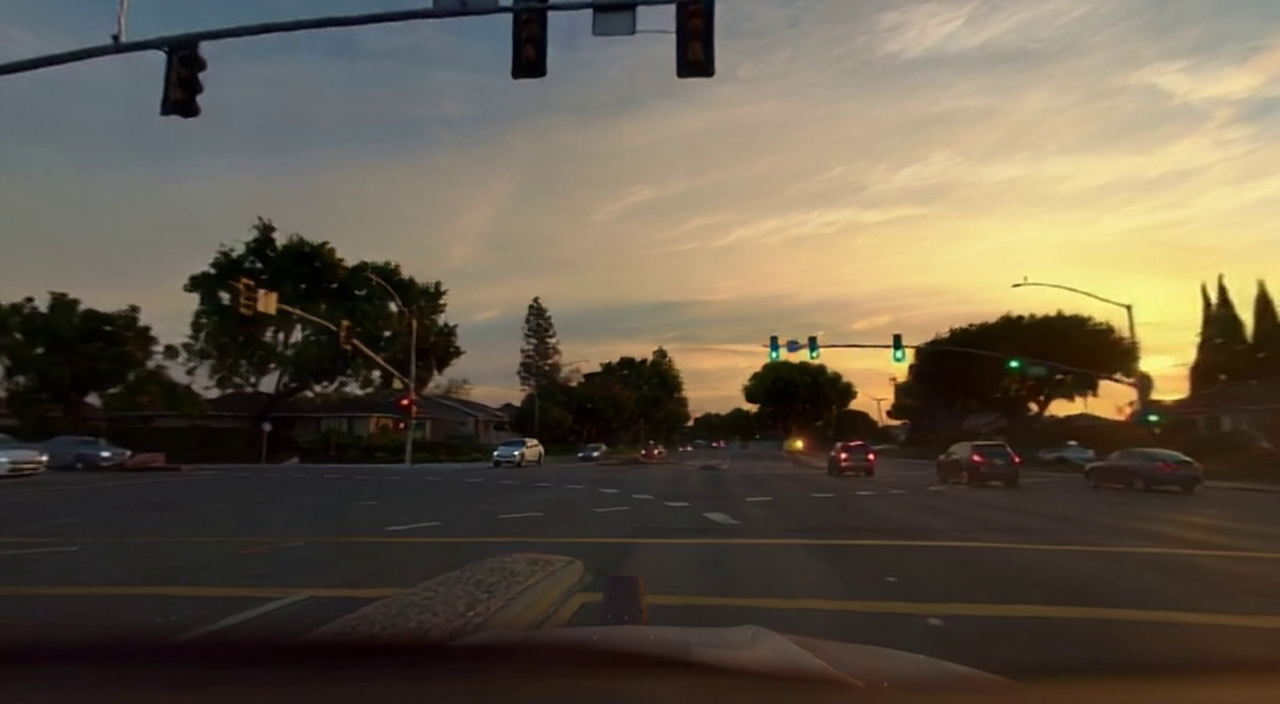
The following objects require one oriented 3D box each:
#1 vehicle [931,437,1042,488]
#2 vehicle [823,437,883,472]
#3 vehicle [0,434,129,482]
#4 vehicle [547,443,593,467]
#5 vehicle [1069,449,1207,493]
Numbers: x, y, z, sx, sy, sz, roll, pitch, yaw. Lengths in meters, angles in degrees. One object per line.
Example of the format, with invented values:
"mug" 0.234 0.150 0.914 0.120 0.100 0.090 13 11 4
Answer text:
"vehicle" 13.397 4.289 24.785 2.120 1.767 4.856 -2 -9 8
"vehicle" 11.854 5.744 35.444 2.239 1.812 4.812 -1 -9 7
"vehicle" -23.937 4.255 25.439 4.911 1.801 2.129 -1 -9 7
"vehicle" -4.685 7.015 42.889 2.039 1.519 4.356 -2 -9 8
"vehicle" 20.632 4.914 26.482 2.053 1.589 5.137 -1 -9 7
